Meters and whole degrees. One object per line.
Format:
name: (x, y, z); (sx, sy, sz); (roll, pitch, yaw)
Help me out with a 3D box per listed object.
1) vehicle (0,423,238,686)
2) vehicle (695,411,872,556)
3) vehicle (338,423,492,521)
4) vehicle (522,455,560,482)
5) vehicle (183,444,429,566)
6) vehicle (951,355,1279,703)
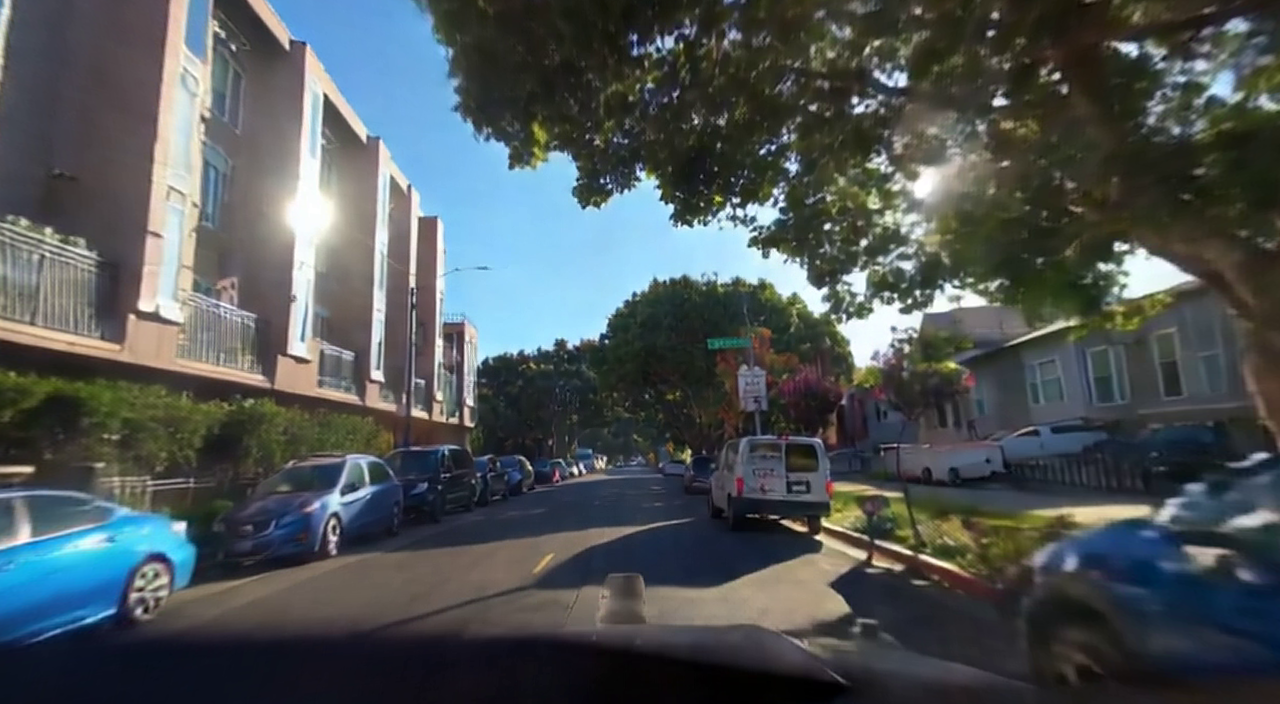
vehicle: (-5.575, 1.562, 4.637); (2.101, 1.646, 5.001); (-2, -2, -1)
vehicle: (2.643, 2.454, 13.280); (2.259, 2.119, 5.281); (-1, -2, -3)
vehicle: (-5.637, 3.230, 16.862); (2.196, 2.059, 5.748); (-2, -12, -2)
vehicle: (-5.807, 6.880, 37.480); (1.722, 1.491, 3.431); (0, -9, 0)
vehicle: (-5.617, 2.578, 11.509); (1.838, 1.725, 4.660); (-1, -9, 1)
vehicle: (2.842, 0.721, 1.029); (2.031, 1.655, 5.148); (0, -9, 0)
